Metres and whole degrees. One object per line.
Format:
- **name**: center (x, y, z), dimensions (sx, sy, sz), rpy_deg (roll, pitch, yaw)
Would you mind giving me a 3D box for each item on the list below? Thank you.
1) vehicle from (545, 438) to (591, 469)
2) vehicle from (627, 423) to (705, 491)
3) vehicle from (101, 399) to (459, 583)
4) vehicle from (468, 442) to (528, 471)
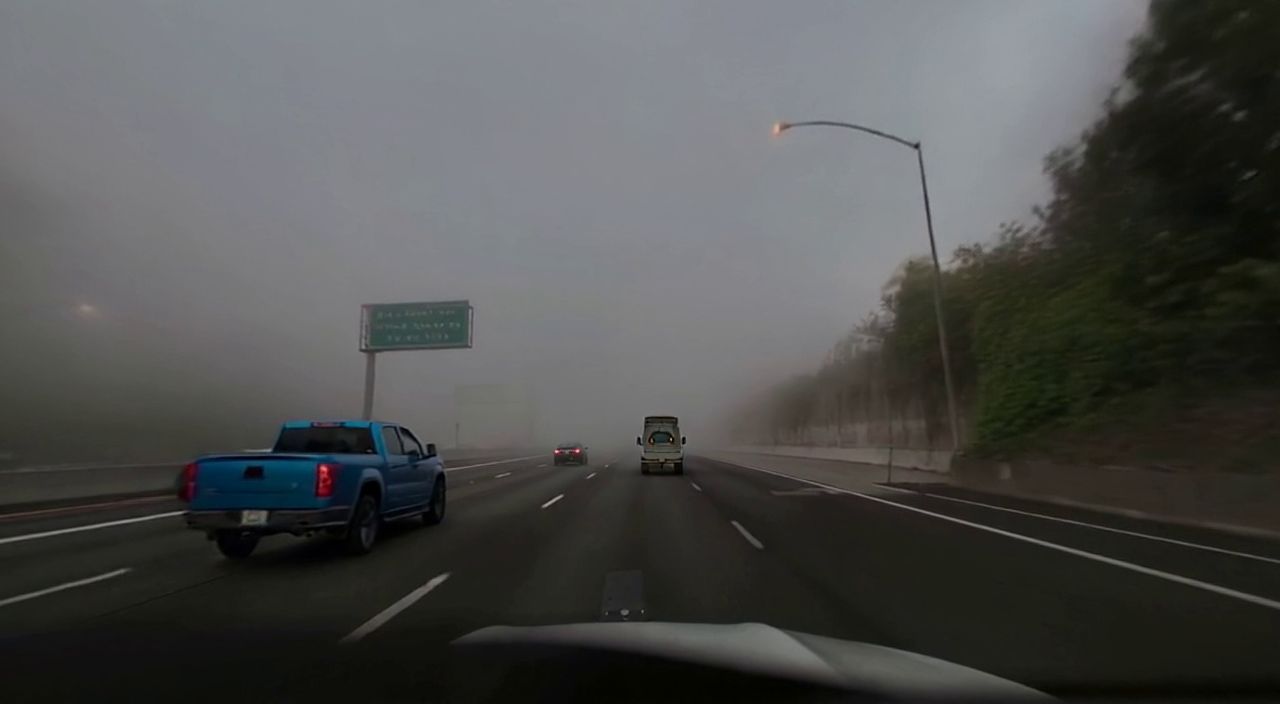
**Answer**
- **vehicle**: center (-3.973, 5.687, 35.586), dimensions (1.961, 1.591, 4.756), rpy_deg (0, -8, 1)
- **vehicle**: center (0.680, 3.174, 19.316), dimensions (2.083, 1.792, 4.782), rpy_deg (0, -8, -1)
- **vehicle**: center (-4.300, 1.753, 8.870), dimensions (1.954, 1.792, 5.187), rpy_deg (0, -8, 0)
- **vehicle**: center (-7.588, 5.613, 34.124), dimensions (2.081, 1.463, 4.749), rpy_deg (0, -8, 1)
